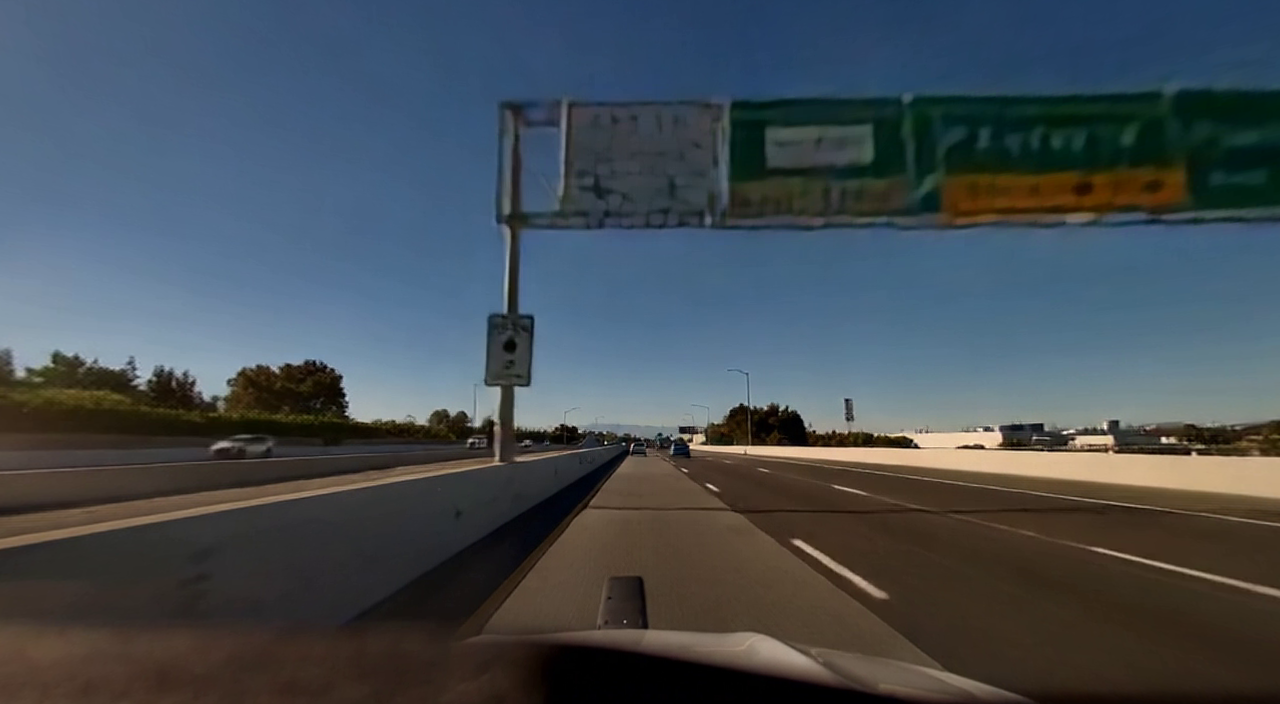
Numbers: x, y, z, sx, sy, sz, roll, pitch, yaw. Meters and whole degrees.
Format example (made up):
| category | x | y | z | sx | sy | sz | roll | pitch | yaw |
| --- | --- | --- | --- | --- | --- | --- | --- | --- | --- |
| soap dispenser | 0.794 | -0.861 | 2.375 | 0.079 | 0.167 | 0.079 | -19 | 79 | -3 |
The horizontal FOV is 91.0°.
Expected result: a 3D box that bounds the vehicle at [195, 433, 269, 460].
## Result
| category | x | y | z | sx | sy | sz | roll | pitch | yaw |
| --- | --- | --- | --- | --- | --- | --- | --- | --- | --- |
| vehicle | -23.554 | 5.460 | 36.461 | 1.891 | 1.457 | 3.494 | 0 | -8 | 0 |
